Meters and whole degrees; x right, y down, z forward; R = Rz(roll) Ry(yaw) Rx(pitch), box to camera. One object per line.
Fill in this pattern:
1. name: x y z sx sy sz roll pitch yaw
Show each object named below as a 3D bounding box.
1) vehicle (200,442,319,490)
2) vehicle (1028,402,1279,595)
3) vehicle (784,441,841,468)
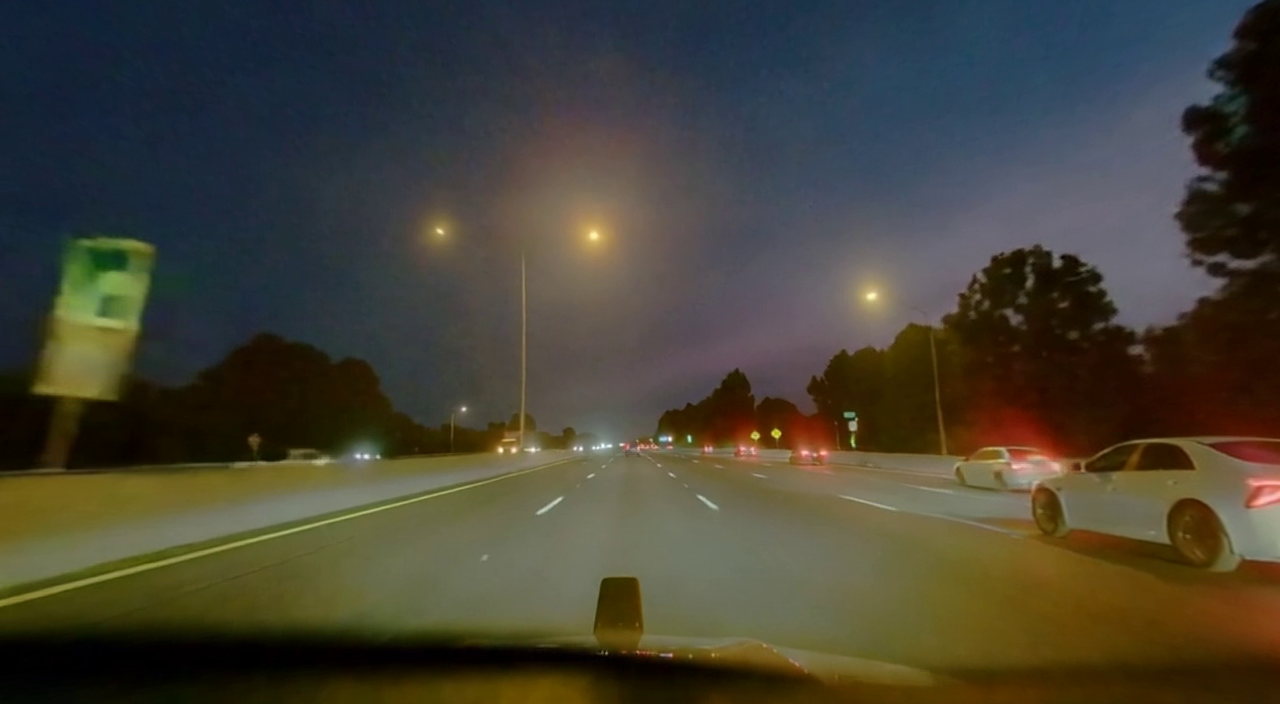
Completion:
1. vehicle: -10.905 3.251 18.367 1.491 1.186 3.271 1 -8 -2
2. vehicle: 6.625 1.466 6.739 2.027 1.679 4.543 0 -8 -1
3. vehicle: 10.477 6.292 38.833 1.962 1.536 4.945 0 -8 -2
